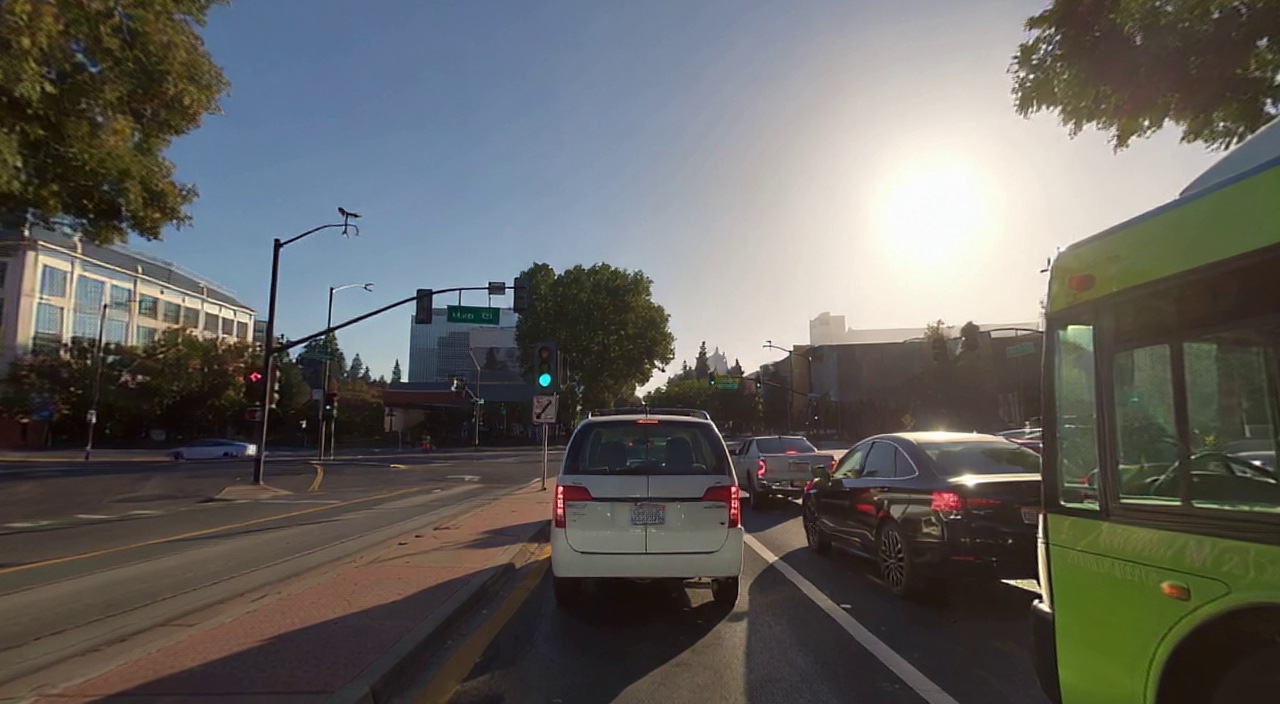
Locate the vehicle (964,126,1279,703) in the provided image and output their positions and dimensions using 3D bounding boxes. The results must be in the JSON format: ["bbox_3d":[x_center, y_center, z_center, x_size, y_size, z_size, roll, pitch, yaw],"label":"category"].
[{"bbox_3d":[2.606,0.316,0.422,2.037,2.065,5.037,0,-8,0],"label":"vehicle"}]

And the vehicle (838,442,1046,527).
[{"bbox_3d":[5.969,2.637,13.221,1.987,1.457,4.675,0,-8,-1],"label":"vehicle"}]

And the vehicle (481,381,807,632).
[{"bbox_3d":[0.004,1.474,7.003,2.381,1.842,4.603,0,-8,-1],"label":"vehicle"}]

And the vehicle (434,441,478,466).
[{"bbox_3d":[-13.322,7.373,45.761,1.924,1.720,4.097,0,-9,1],"label":"vehicle"}]
